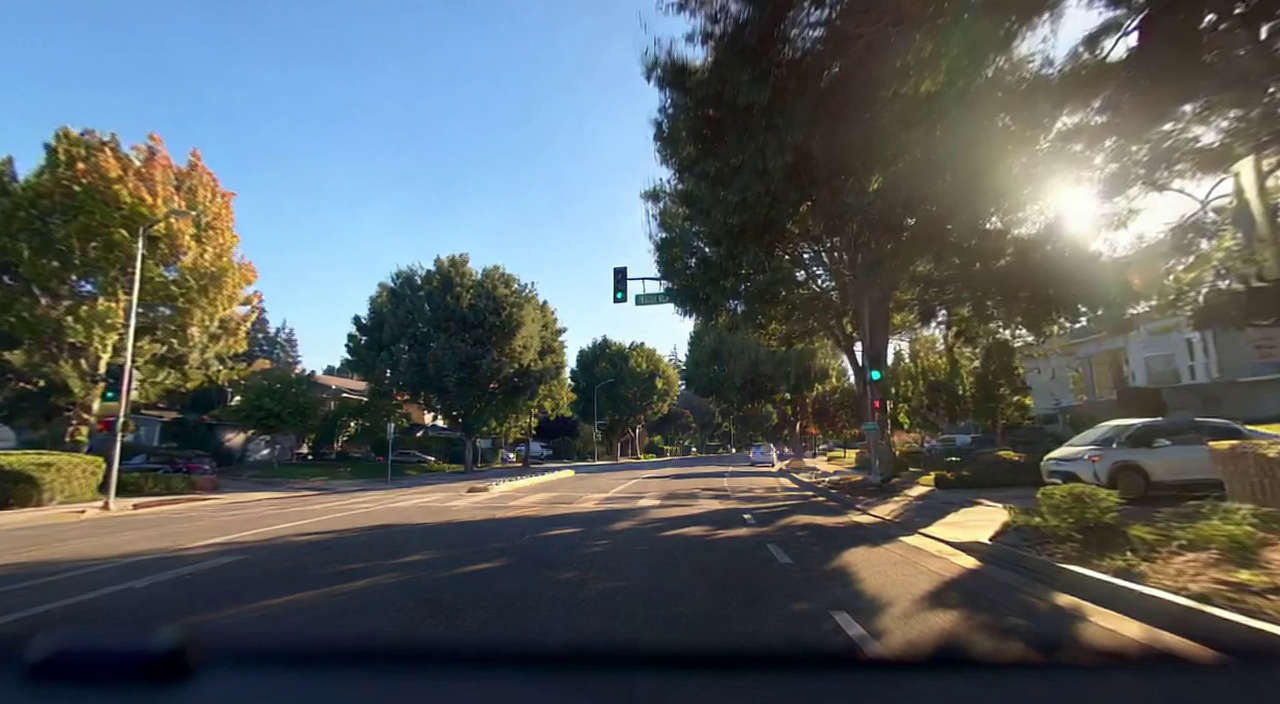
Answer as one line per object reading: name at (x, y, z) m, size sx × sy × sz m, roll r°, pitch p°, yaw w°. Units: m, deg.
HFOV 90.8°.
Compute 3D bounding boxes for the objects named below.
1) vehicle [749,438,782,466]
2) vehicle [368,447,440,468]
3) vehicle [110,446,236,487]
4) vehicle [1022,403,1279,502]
vehicle at (8.361, 6.607, 41.833) m, size 1.989 × 1.782 × 4.351 m, roll -2°, pitch -9°, yaw 13°
vehicle at (-17.503, 7.837, 46.979) m, size 4.658 × 1.482 × 1.879 m, roll -2°, pitch -9°, yaw 12°
vehicle at (-19.824, 4.837, 26.897) m, size 4.028 × 1.610 × 1.881 m, roll -1°, pitch -9°, yaw 8°
vehicle at (10.491, 1.939, 12.263) m, size 4.833 × 1.742 × 1.946 m, roll 0°, pitch -8°, yaw 1°
